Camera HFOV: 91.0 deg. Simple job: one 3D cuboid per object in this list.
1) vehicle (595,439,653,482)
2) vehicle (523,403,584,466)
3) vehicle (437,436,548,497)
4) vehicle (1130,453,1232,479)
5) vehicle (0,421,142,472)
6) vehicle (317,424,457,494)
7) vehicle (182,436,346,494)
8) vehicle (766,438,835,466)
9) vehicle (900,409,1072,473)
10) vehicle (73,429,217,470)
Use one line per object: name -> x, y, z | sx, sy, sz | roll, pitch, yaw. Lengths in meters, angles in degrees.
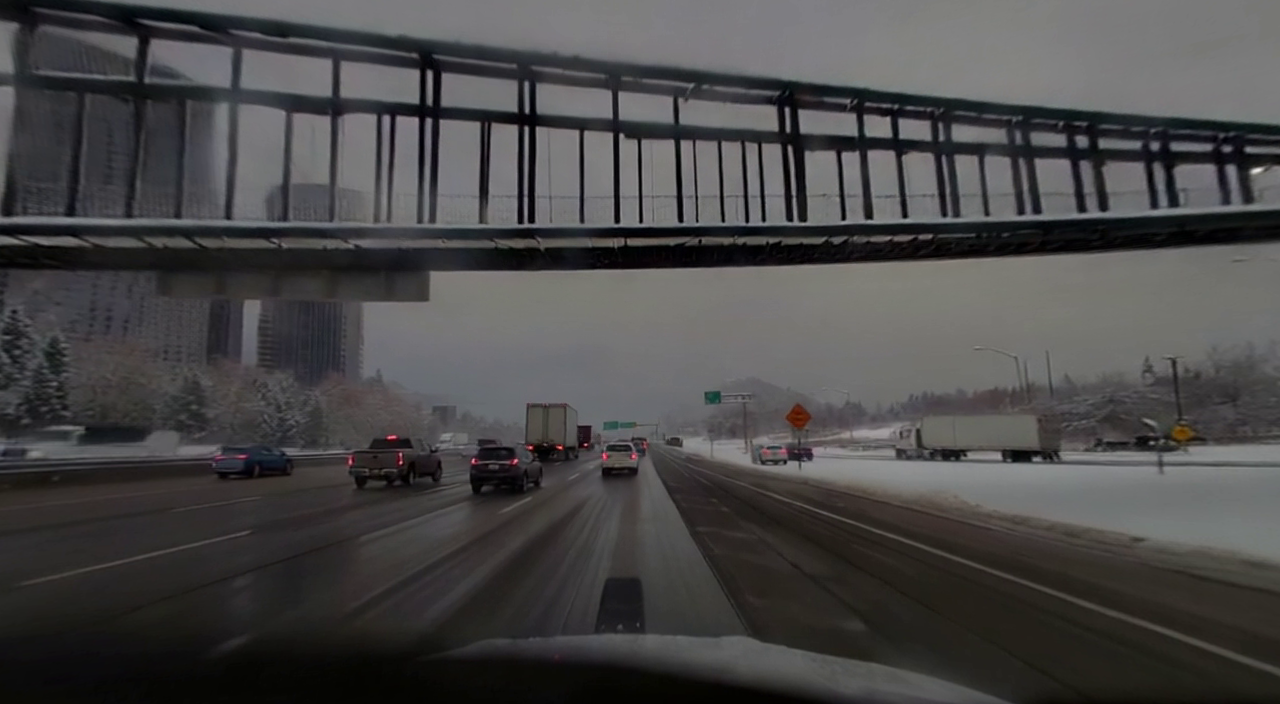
vehicle -> -0.558, 4.052, 23.808 | 1.991, 1.488, 3.922 | 0, -8, 0
vehicle -> -5.054, 5.088, 38.270 | 2.955, 3.359, 8.322 | 1, -8, -3
vehicle -> -4.013, 3.176, 17.910 | 2.016, 1.497, 4.235 | 0, -8, 2
vehicle -> 32.853, 6.918, 38.324 | 4.258, 1.498, 1.904 | 0, -8, 5
vehicle -> -30.215, 4.965, 33.332 | 2.545, 2.415, 6.150 | 0, -8, 0
vehicle -> -7.455, 3.207, 19.231 | 2.190, 1.821, 4.800 | 0, -8, 1
vehicle -> -11.007, 3.318, 18.973 | 1.987, 1.495, 4.710 | 0, -8, 1
vehicle -> 12.236, 7.643, 48.458 | 2.415, 1.972, 5.572 | 3, -9, -19
vehicle -> 23.113, 6.060, 42.727 | 3.015, 3.855, 9.519 | 8, -12, -43
vehicle -> -23.761, 4.721, 30.633 | 2.305, 1.755, 5.757 | 0, -8, 0
